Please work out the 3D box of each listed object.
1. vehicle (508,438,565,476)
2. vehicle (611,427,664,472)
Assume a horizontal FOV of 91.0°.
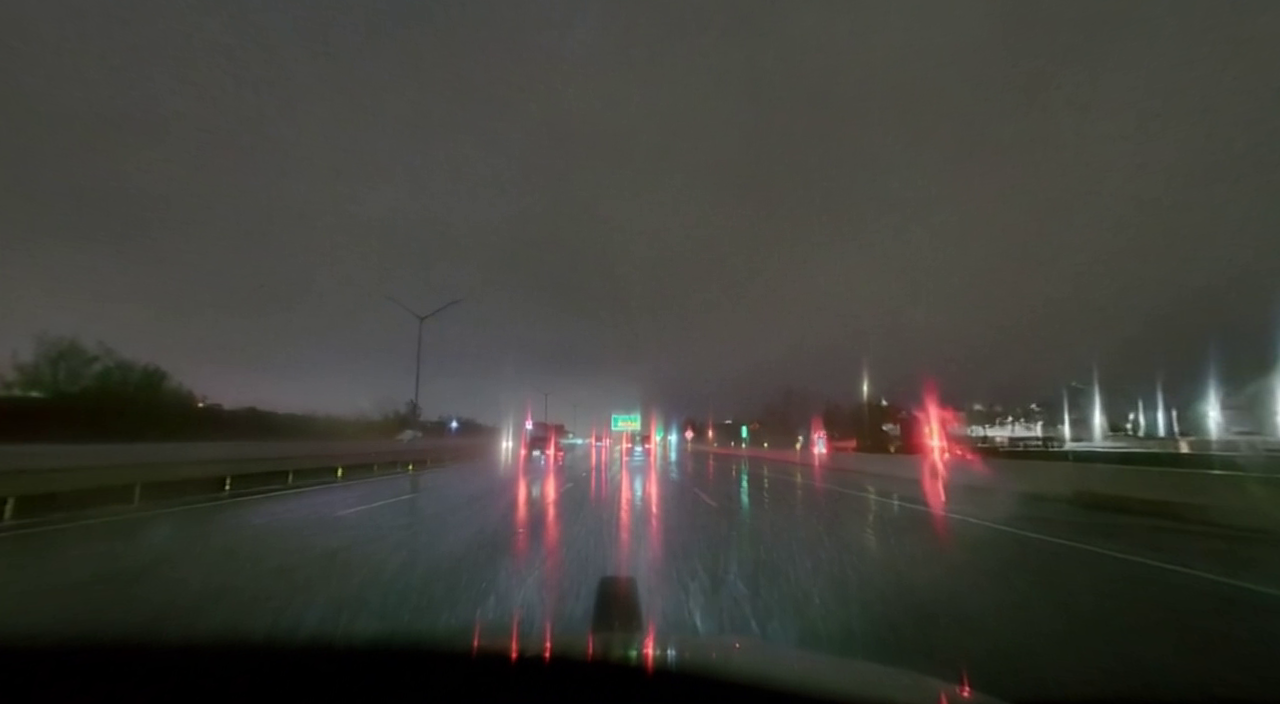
[{"bbox_3d":[-4.462,4.557,27.612,1.945,1.550,3.780,0,-8,-1],"label":"vehicle"},{"bbox_3d":[-0.166,4.719,30.653,2.382,1.973,4.439,0,-8,-1],"label":"vehicle"}]
